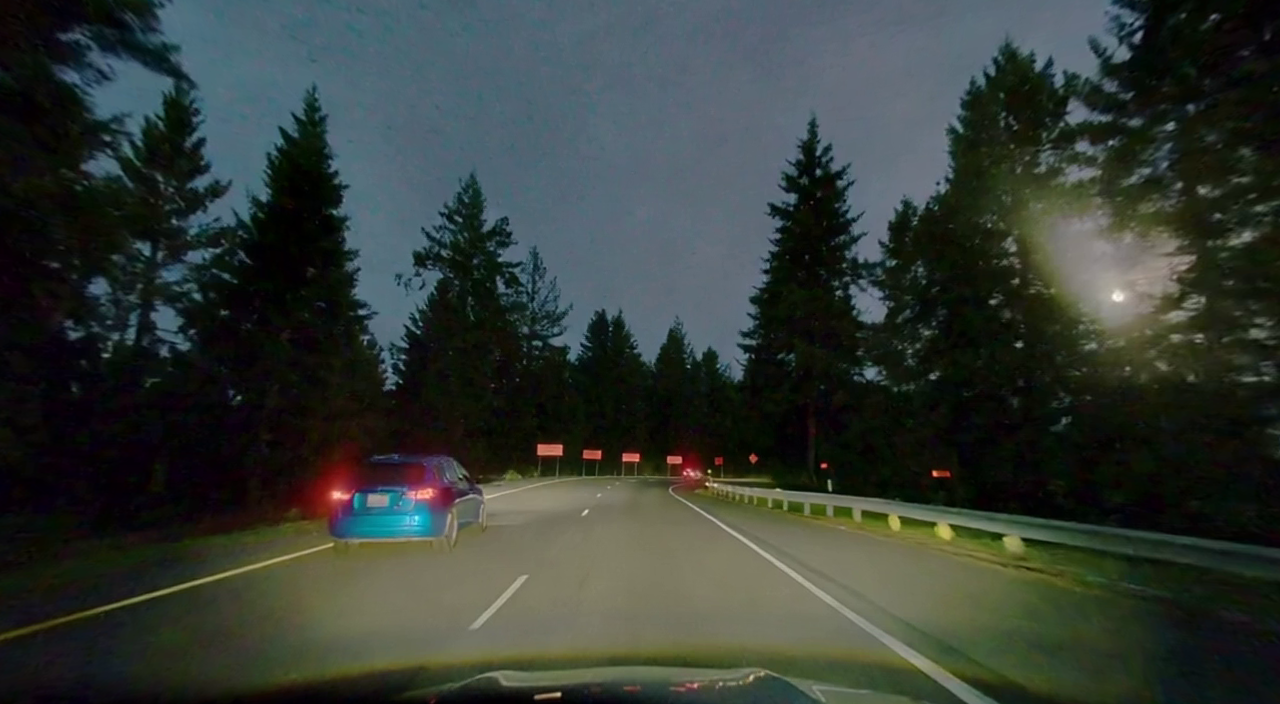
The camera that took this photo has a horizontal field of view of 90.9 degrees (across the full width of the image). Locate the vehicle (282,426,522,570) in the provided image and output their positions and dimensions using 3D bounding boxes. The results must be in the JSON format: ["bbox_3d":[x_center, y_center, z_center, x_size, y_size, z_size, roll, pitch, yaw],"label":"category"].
[{"bbox_3d":[-3.286,2.165,9.884,1.997,1.692,4.422,1,-10,0],"label":"vehicle"}]
